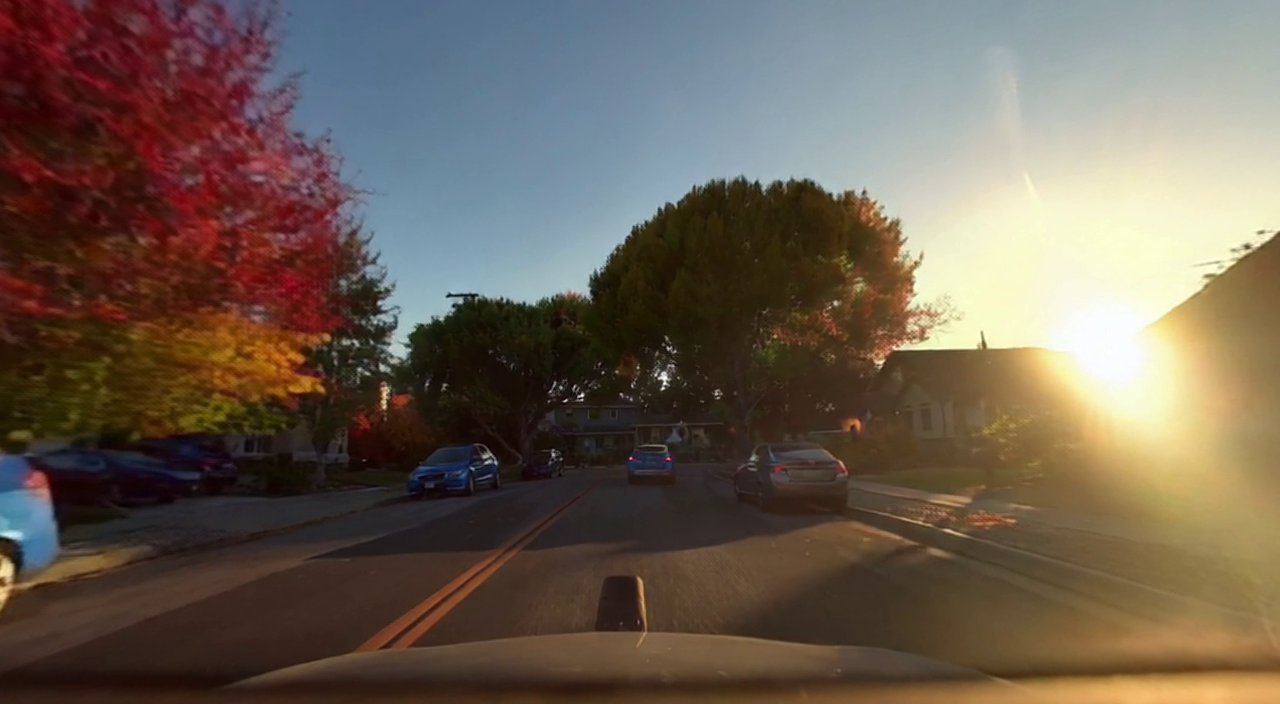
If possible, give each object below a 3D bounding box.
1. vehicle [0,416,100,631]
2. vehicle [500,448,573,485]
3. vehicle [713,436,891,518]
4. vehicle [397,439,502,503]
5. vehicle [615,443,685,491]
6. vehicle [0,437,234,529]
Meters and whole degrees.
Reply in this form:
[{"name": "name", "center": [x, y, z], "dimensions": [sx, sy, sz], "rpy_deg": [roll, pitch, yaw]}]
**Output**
[{"name": "vehicle", "center": [-6.444, 1.282, 3.812], "dimensions": [2.254, 1.773, 4.795], "rpy_deg": [-3, -8, -2]}, {"name": "vehicle", "center": [-5.562, 6.210, 34.605], "dimensions": [2.641, 1.747, 4.738], "rpy_deg": [-4, -9, 7]}, {"name": "vehicle", "center": [3.327, 2.697, 14.181], "dimensions": [2.429, 1.502, 4.474], "rpy_deg": [1, -9, -5]}, {"name": "vehicle", "center": [-6.440, 4.067, 21.997], "dimensions": [2.235, 1.851, 4.662], "rpy_deg": [-2, -9, 0]}, {"name": "vehicle", "center": [0.429, 3.951, 22.034], "dimensions": [2.192, 1.474, 4.192], "rpy_deg": [-1, -9, 3]}, {"name": "vehicle", "center": [-12.734, 3.118, 15.330], "dimensions": [4.461, 1.717, 1.936], "rpy_deg": [-4, -7, -4]}]
